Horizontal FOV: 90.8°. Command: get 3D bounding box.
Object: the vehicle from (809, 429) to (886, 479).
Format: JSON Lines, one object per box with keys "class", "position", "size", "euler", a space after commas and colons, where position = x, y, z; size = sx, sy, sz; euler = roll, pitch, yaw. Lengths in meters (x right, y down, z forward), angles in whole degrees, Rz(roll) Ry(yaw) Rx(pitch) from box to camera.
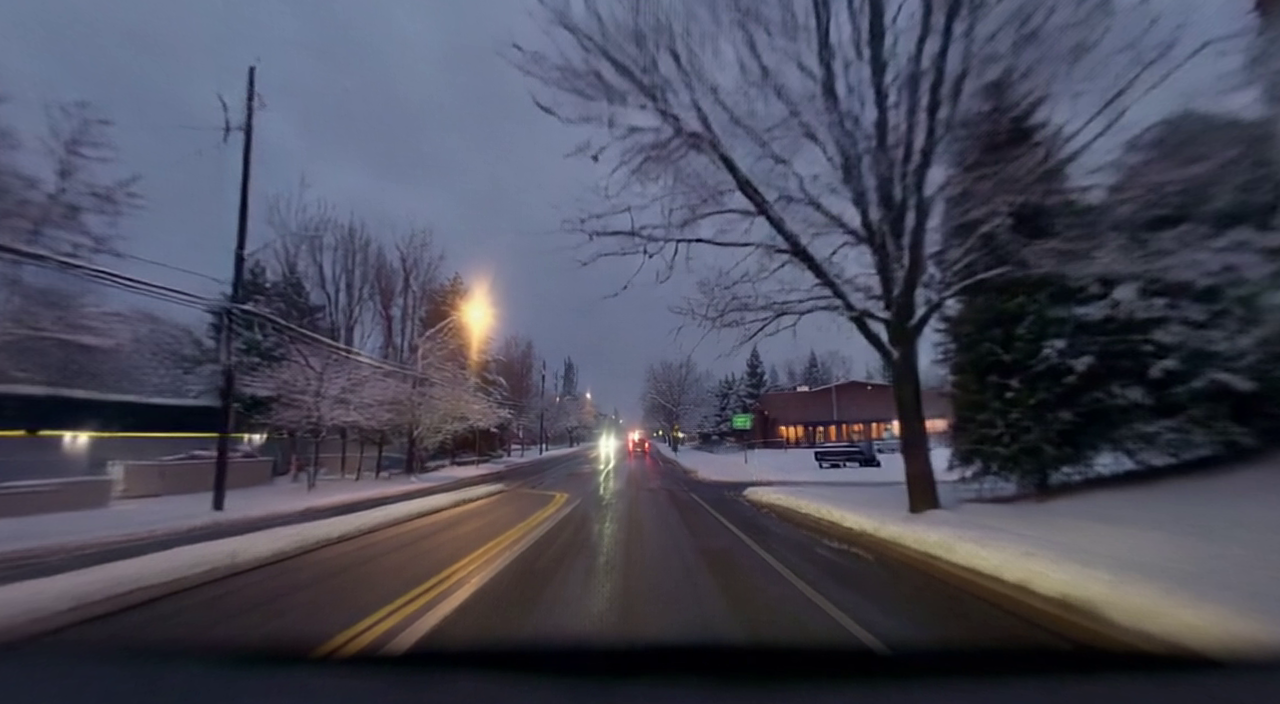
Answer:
{"class": "vehicle", "position": [11.128, 5.615, 34.252], "size": [2.001, 1.744, 4.449], "euler": [-4, -18, -9]}
